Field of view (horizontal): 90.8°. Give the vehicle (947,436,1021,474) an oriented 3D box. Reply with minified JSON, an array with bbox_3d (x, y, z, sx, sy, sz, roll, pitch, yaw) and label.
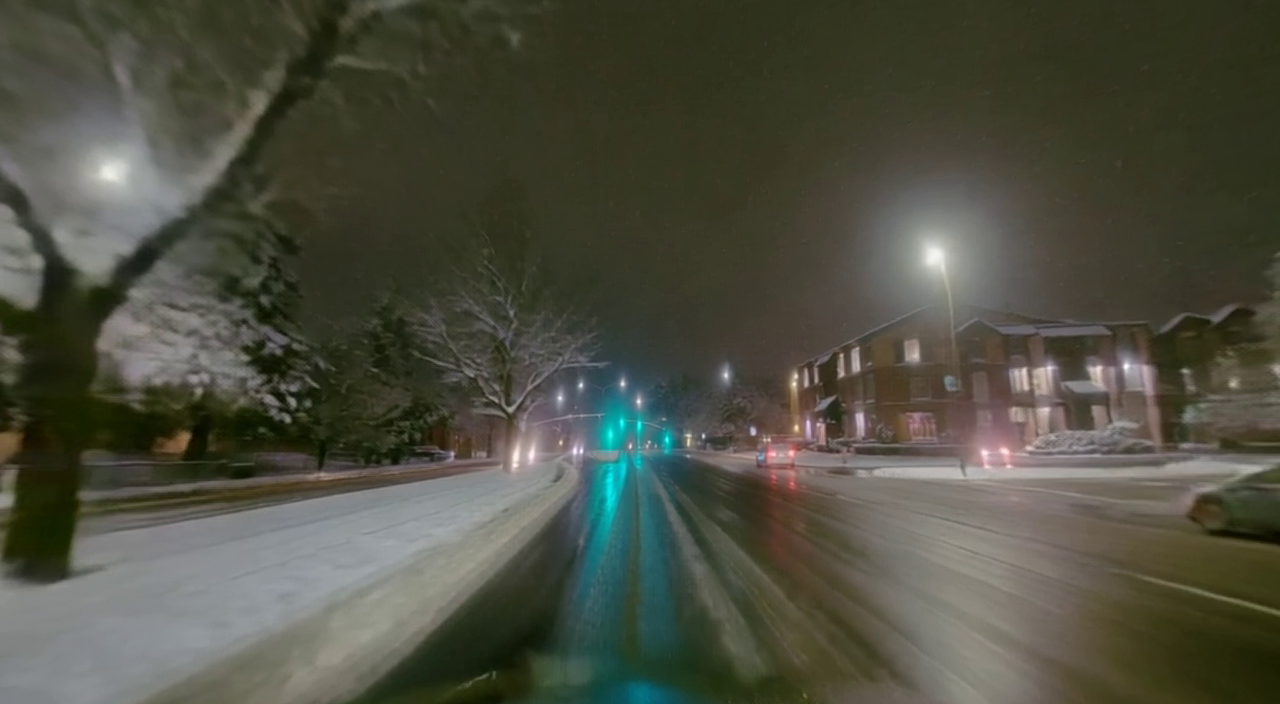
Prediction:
[{"bbox_3d":[16.986,5.081,31.295,2.630,1.808,1.657,0,-9,3],"label":"vehicle"}]

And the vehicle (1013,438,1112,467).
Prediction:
[{"bbox_3d":[25.467,6.058,38.195,1.775,1.592,4.561,8,-11,-41],"label":"vehicle"}]
